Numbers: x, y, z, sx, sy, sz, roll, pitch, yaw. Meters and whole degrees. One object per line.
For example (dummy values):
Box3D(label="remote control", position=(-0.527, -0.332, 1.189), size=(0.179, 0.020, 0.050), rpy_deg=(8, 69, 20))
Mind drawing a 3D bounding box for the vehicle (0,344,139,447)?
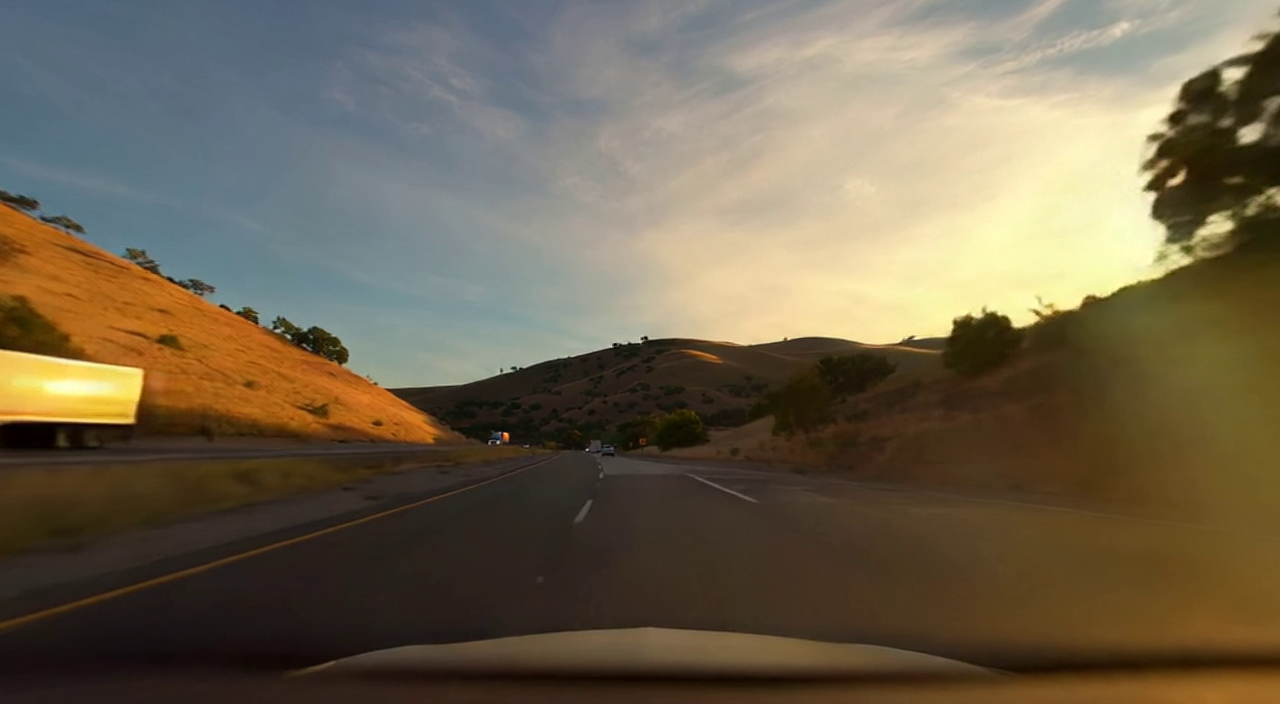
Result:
Box3D(label="vehicle", position=(-27.962, 1.616, 25.022), size=(2.941, 4.199, 16.568), rpy_deg=(1, -9, -1))
